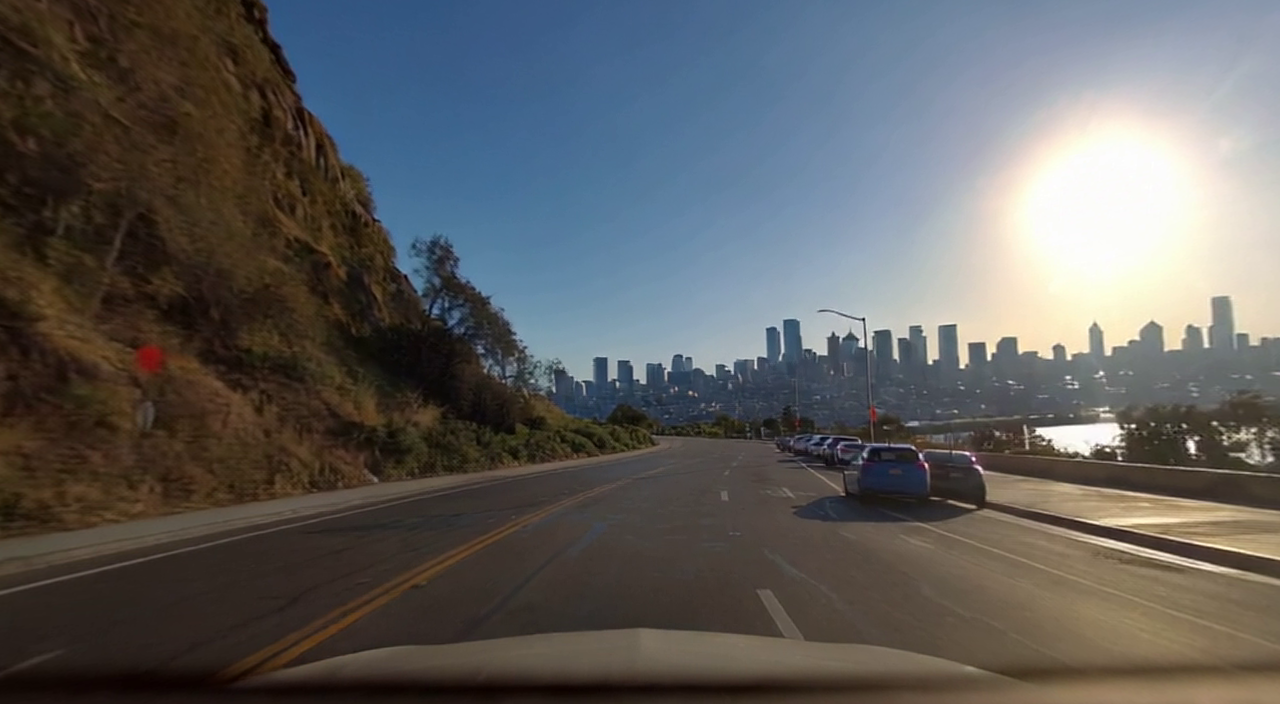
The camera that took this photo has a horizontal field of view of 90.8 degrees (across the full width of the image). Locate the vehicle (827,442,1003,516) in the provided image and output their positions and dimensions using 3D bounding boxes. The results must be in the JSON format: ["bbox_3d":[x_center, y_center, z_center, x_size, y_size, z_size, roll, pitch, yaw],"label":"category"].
[{"bbox_3d":[7.332,3.238,16.640,4.963,1.585,2.155,7,-10,-38],"label":"vehicle"}]

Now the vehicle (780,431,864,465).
[{"bbox_3d":[11.229,5.884,38.803,5.214,1.905,2.077,5,-10,-34],"label":"vehicle"}]
